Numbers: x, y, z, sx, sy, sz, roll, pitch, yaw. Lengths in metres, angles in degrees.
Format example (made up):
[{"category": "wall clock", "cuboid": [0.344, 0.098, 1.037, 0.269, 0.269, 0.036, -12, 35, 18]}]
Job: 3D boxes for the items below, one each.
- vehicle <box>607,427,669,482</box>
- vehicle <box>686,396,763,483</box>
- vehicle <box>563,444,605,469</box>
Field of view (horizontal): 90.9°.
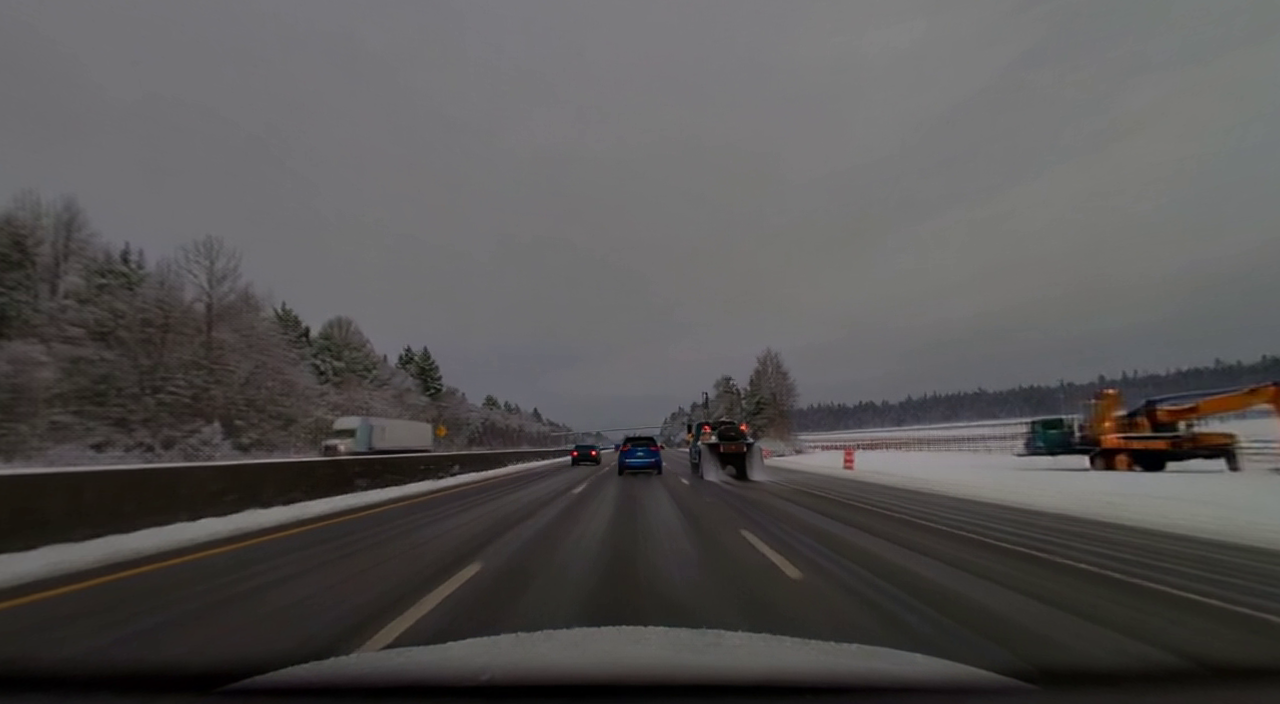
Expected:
[{"category": "vehicle", "cuboid": [-0.057, 4.131, 25.657, 2.308, 1.993, 4.631, 0, -8, 1]}, {"category": "vehicle", "cuboid": [4.069, 4.570, 32.759, 2.793, 3.828, 9.580, 0, -8, 1]}, {"category": "vehicle", "cuboid": [-3.396, 6.409, 38.880, 2.096, 1.469, 4.319, 0, -8, 1]}]
